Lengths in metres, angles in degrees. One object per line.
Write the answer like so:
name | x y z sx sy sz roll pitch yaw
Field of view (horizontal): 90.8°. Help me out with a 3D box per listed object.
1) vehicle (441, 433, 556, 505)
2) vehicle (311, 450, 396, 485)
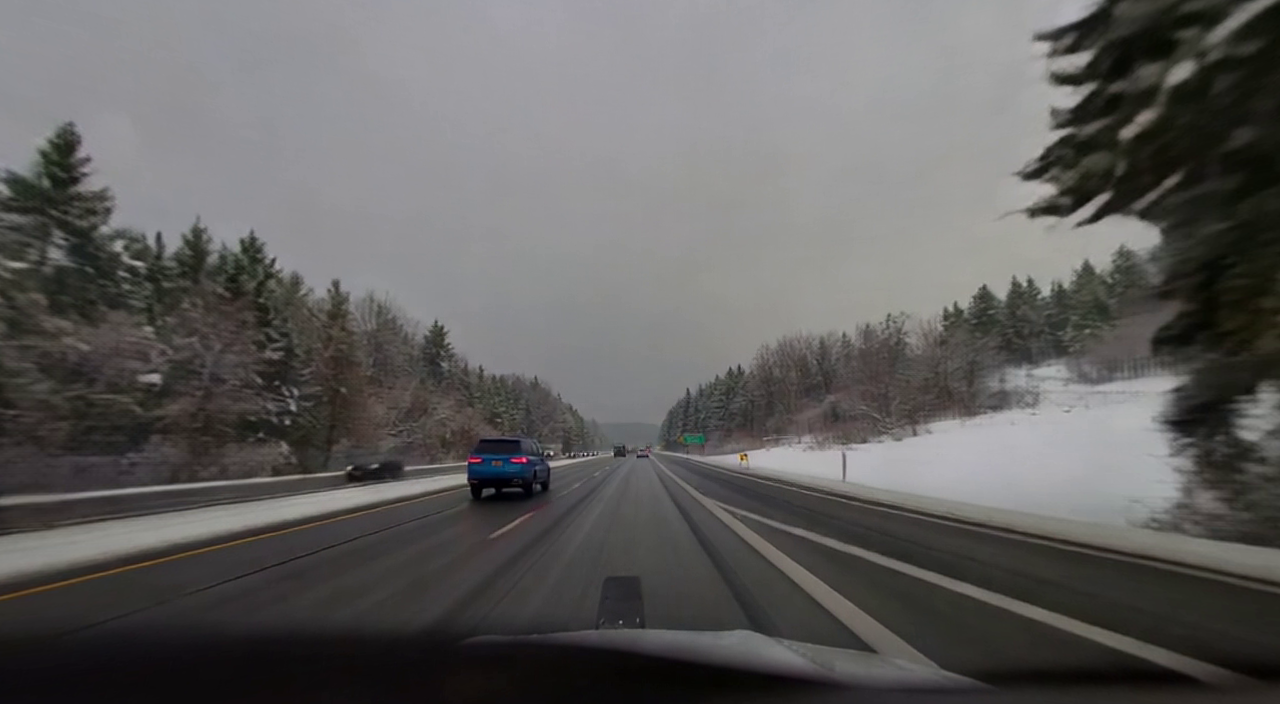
vehicle | -3.747 3.184 17.654 2.110 1.727 4.607 0 -9 1
vehicle | -13.003 5.250 28.976 1.803 1.435 4.433 0 -9 0
